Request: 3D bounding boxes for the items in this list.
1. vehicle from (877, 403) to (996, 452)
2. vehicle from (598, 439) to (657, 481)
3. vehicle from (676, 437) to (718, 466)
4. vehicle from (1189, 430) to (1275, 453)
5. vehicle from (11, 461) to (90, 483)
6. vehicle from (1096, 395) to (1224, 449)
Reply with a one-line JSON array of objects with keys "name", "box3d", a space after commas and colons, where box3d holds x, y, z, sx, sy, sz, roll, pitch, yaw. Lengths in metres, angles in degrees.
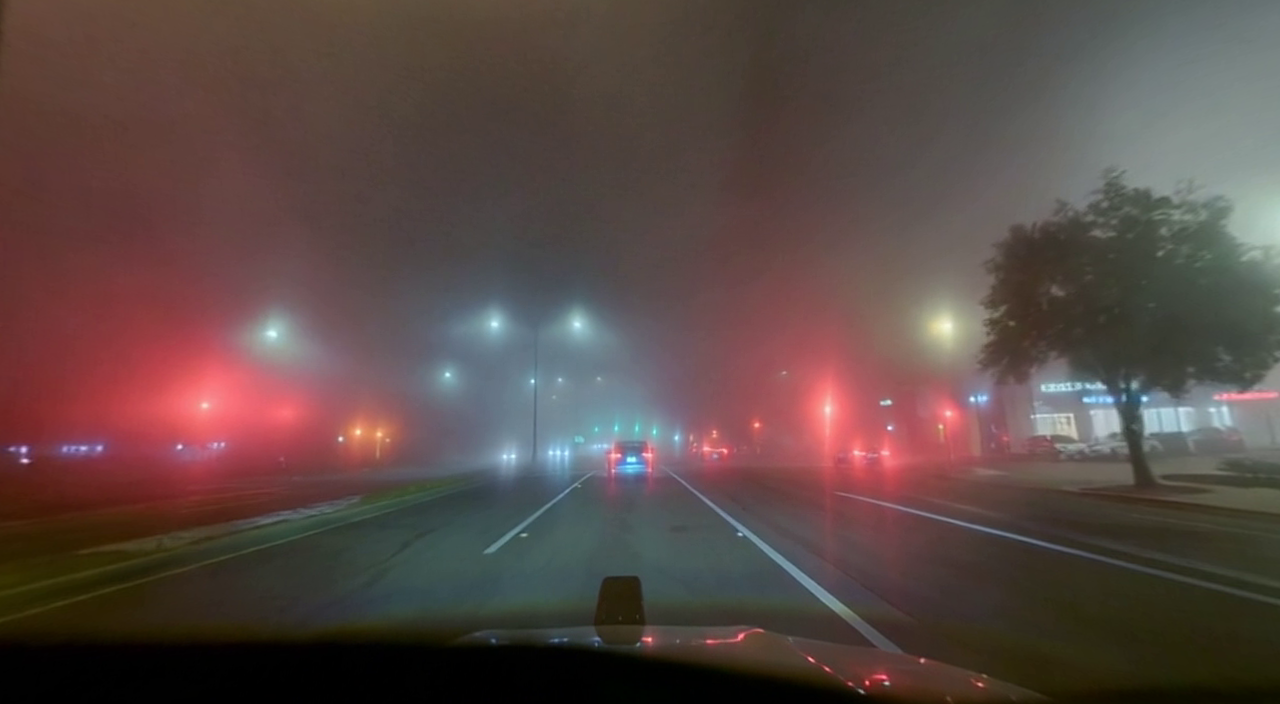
[{"name": "vehicle", "box3d": [21.082, 5.440, 45.206, 7.049, 3.319, 2.728, 0, -8, -1]}, {"name": "vehicle", "box3d": [-0.480, 4.181, 24.743, 2.110, 1.476, 4.294, 0, -8, -1]}, {"name": "vehicle", "box3d": [3.492, 6.185, 39.519, 2.100, 1.683, 4.231, 0, -8, -1]}, {"name": "vehicle", "box3d": [38.362, 5.832, 41.085, 1.656, 1.427, 4.042, 0, -8, 1]}, {"name": "vehicle", "box3d": [-42.955, 8.737, 46.080, 3.776, 1.466, 1.846, 0, -8, -2]}, {"name": "vehicle", "box3d": [33.147, 4.608, 40.628, 2.744, 3.127, 6.009, 0, -10, -2]}]
